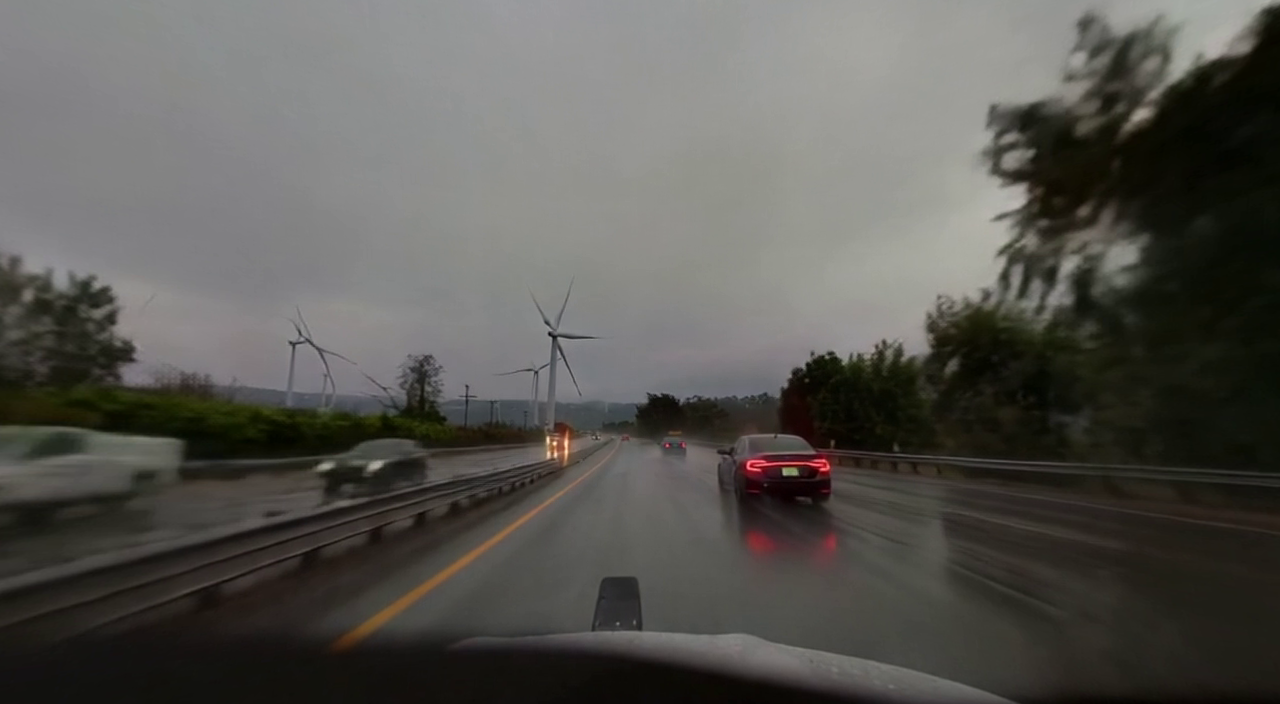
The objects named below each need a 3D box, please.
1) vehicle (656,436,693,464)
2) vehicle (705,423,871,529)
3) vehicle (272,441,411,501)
[{"bbox_3d":[2.166,6.295,40.734,2.066,1.661,4.500,0,-8,-1],"label":"vehicle"},{"bbox_3d":[2.525,2.212,11.974,2.038,1.624,4.312,0,-8,-1],"label":"vehicle"},{"bbox_3d":[-8.465,3.370,18.358,1.963,1.454,4.428,0,-8,-1],"label":"vehicle"}]
